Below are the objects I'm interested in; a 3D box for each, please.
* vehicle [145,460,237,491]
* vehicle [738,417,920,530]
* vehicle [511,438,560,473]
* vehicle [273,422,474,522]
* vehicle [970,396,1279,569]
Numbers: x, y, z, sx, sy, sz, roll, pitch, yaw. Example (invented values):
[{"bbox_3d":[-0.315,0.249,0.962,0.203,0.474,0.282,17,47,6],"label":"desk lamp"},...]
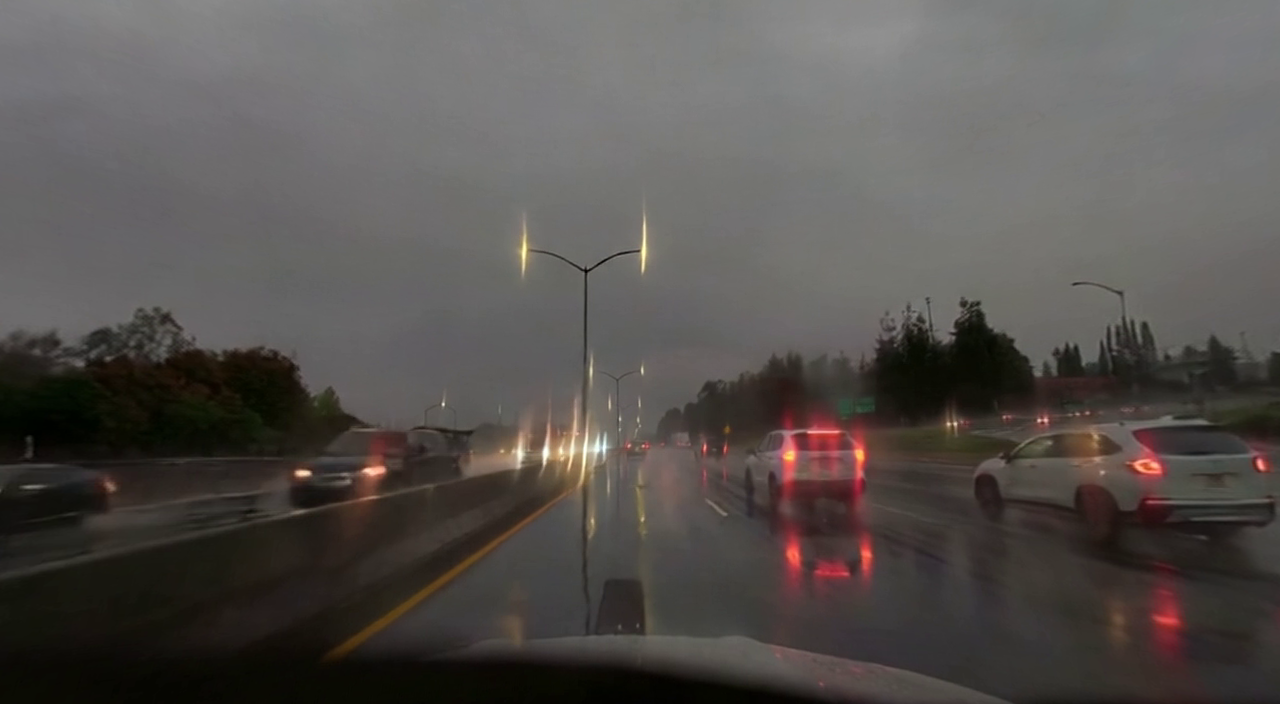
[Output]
[{"bbox_3d":[-26.049,7.167,36.881,1.994,1.554,4.595,0,-9,-1],"label":"vehicle"},{"bbox_3d":[3.238,2.187,11.895,2.059,1.711,4.302,0,-9,0],"label":"vehicle"},{"bbox_3d":[-5.855,5.839,35.895,2.048,1.838,4.587,0,-9,-1],"label":"vehicle"},{"bbox_3d":[-5.900,2.738,15.036,2.405,1.932,5.424,0,-9,0],"label":"vehicle"},{"bbox_3d":[7.187,1.731,9.160,2.040,1.801,4.959,0,-9,-1],"label":"vehicle"}]
